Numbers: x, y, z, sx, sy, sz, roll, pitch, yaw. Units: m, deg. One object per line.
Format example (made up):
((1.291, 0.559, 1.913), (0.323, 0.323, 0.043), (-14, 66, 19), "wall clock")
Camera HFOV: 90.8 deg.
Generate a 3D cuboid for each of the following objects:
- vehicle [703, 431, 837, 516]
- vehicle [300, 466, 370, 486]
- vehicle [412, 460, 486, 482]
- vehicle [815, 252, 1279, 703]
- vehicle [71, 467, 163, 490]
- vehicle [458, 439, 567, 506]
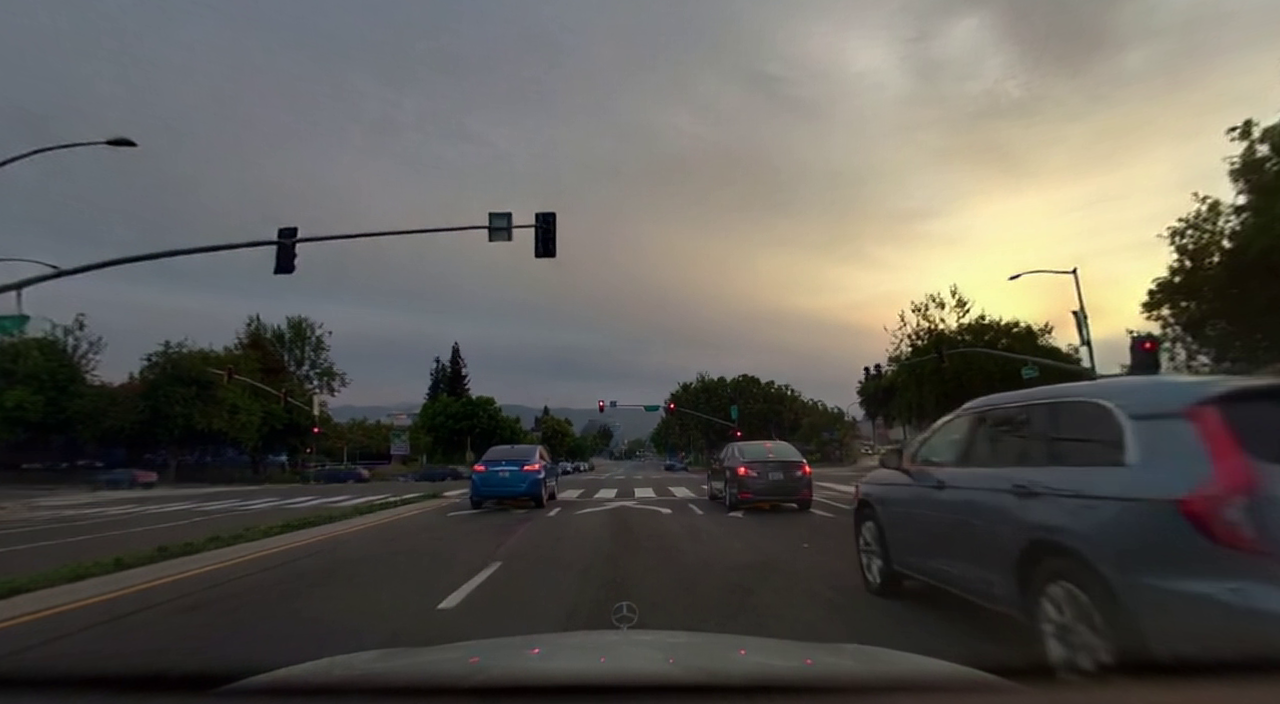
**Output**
((2.816, 2.773, 14.913), (2.099, 1.671, 4.491), (0, -9, -1), "vehicle")
((-23.550, 9.565, 48.844), (4.461, 1.469, 1.788), (0, -9, -2), "vehicle")
((-13.973, 8.708, 46.307), (4.825, 1.483, 1.817), (0, -9, -2), "vehicle")
((2.923, 0.895, 3.840), (2.247, 1.738, 4.818), (0, -9, -1), "vehicle")
((-37.373, 9.054, 45.196), (4.817, 1.482, 1.829), (0, -9, -2), "vehicle")
((-3.125, 3.041, 16.336), (1.969, 1.513, 3.773), (0, -9, 1), "vehicle")
